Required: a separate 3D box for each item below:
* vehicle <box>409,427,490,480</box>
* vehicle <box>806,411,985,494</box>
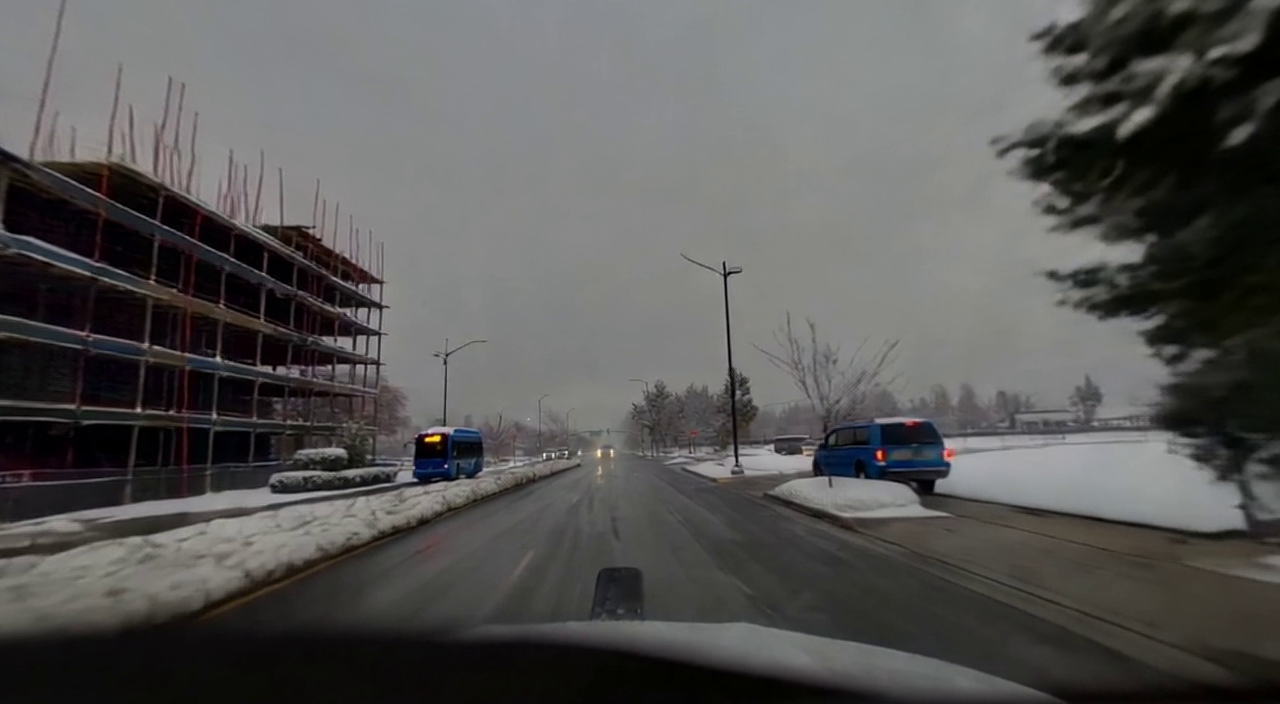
[{"bbox_3d":[-11.082,6.019,37.448,2.979,2.803,5.962,-1,-9,0],"label":"vehicle"},{"bbox_3d":[6.733,2.840,17.671,2.267,1.911,5.816,1,-10,-4],"label":"vehicle"}]
